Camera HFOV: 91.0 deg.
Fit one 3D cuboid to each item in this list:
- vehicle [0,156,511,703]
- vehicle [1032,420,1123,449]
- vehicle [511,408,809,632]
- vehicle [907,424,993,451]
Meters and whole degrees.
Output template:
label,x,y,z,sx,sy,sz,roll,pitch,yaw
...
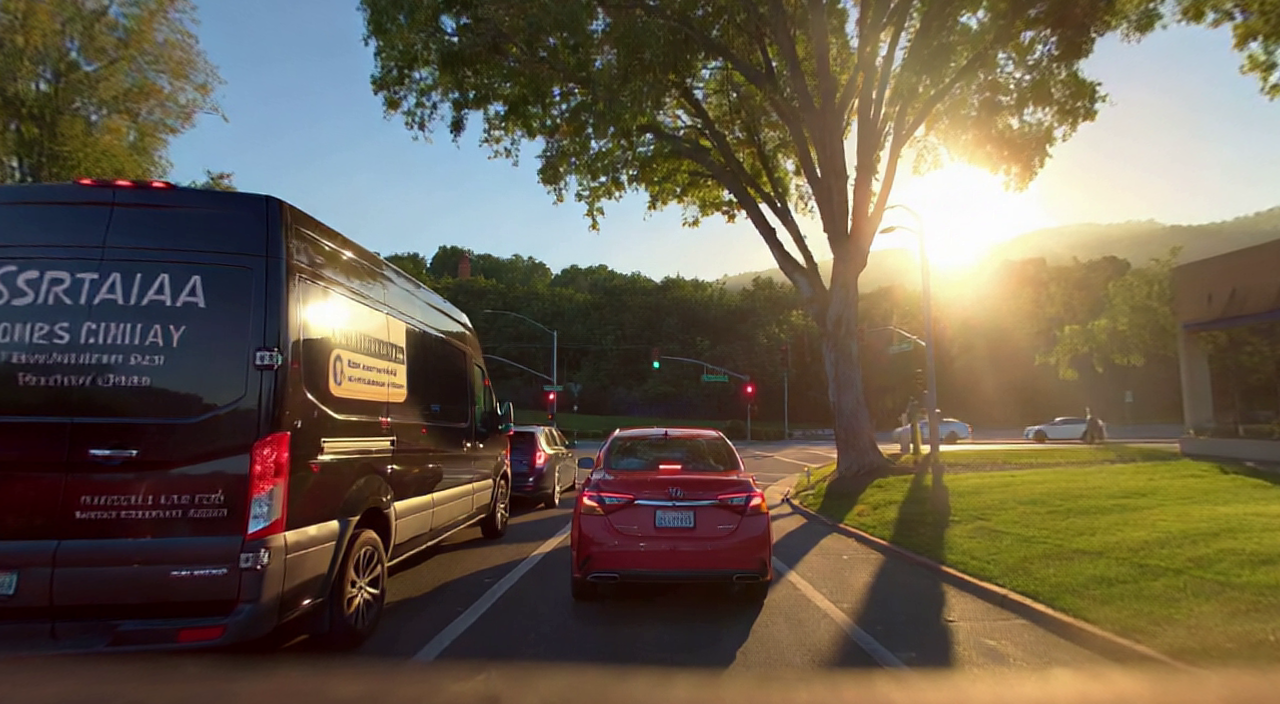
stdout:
label,x,y,z,sx,sy,sz,roll,pitch,yaw
vehicle,-3.131,0.908,5.850,2.555,3.035,5.702,0,-8,1
vehicle,32.050,6.079,46.167,5.084,2.041,2.360,2,-9,-10
vehicle,0.301,1.666,7.299,2.398,1.773,4.254,-1,-8,4
vehicle,21.928,6.096,44.575,5.021,1.848,2.210,1,-9,-9
